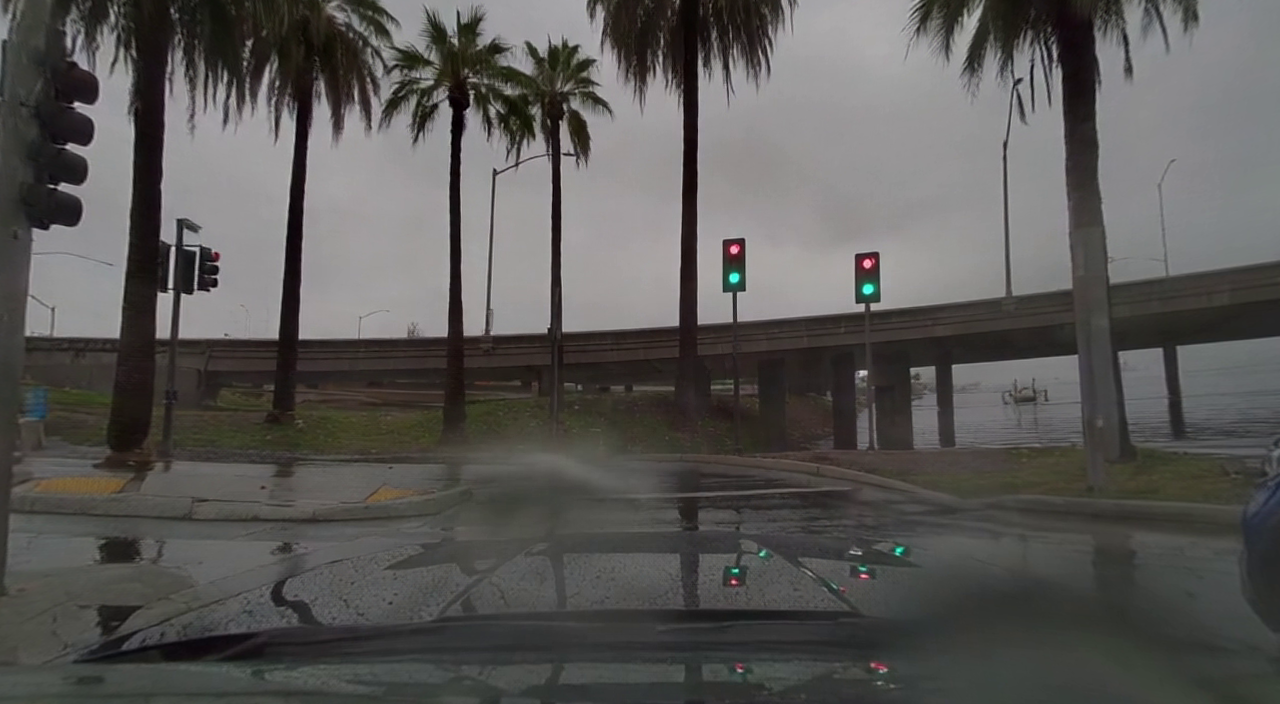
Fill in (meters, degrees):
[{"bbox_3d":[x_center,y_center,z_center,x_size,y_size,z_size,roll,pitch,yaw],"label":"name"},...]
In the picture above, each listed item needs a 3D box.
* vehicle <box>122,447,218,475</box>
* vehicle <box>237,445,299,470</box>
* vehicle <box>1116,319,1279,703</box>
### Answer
[{"bbox_3d":[-26.536,6.164,35.767,1.830,1.443,4.551,0,-9,2],"label":"vehicle"},{"bbox_3d":[-26.245,7.421,44.565,1.941,1.631,4.017,0,-9,0],"label":"vehicle"},{"bbox_3d":[3.469,0.518,0.782,2.028,1.770,4.737,0,-9,0],"label":"vehicle"}]
